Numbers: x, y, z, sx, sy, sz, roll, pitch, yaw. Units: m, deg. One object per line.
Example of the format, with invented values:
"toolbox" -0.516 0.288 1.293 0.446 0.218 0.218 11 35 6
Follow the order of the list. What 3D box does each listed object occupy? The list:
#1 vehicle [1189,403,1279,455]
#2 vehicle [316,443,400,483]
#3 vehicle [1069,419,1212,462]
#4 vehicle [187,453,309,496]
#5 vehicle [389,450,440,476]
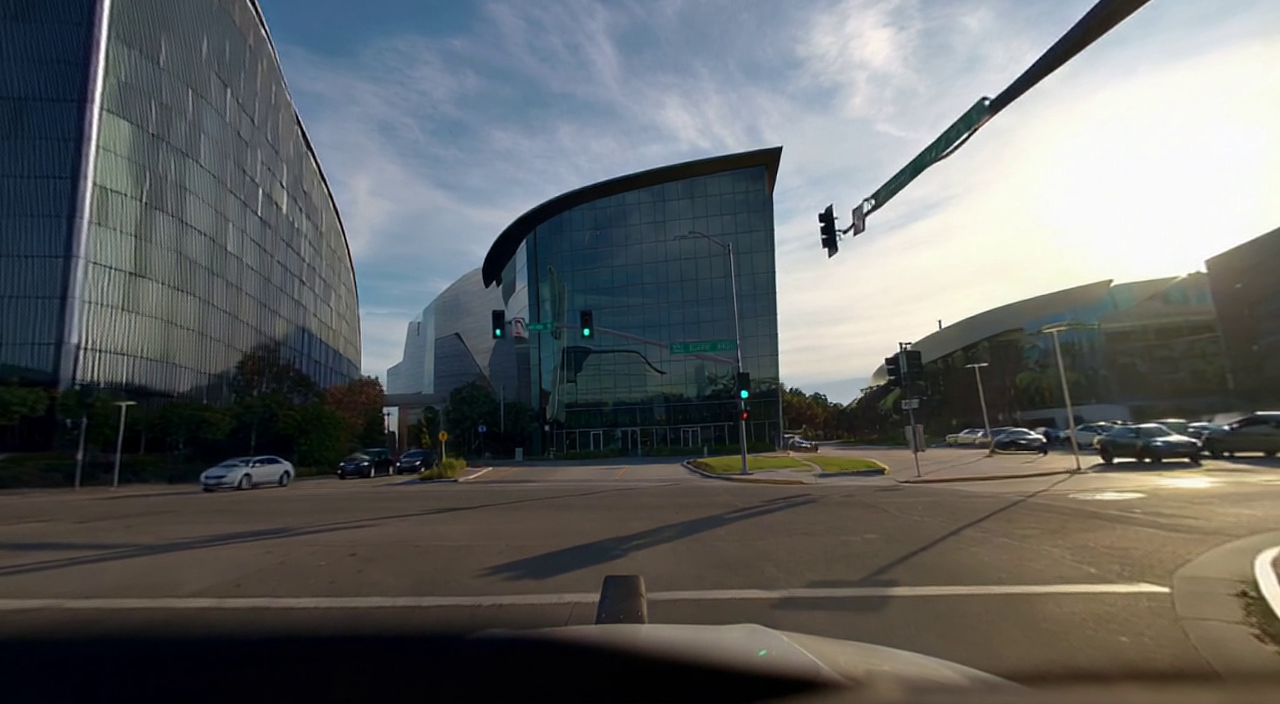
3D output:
"vehicle" 24.404 2.944 24.069 2.109 1.836 5.080 -2 -10 -1
"vehicle" -14.847 5.866 33.542 2.091 1.915 5.040 0 -9 0
"vehicle" 19.086 3.455 24.341 1.834 1.480 4.458 0 -9 -1
"vehicle" -14.935 4.654 24.335 1.790 1.437 4.349 0 -9 2
"vehicle" -15.133 7.450 42.439 1.932 1.605 4.146 0 -9 -1
